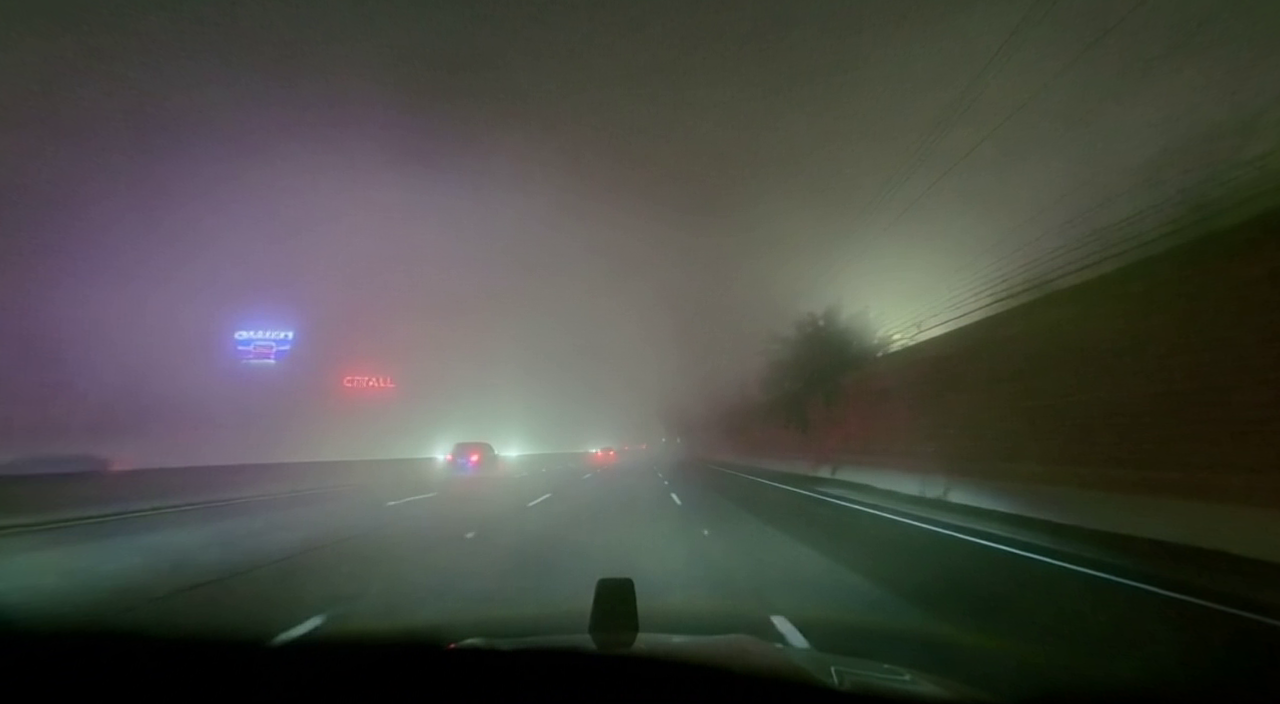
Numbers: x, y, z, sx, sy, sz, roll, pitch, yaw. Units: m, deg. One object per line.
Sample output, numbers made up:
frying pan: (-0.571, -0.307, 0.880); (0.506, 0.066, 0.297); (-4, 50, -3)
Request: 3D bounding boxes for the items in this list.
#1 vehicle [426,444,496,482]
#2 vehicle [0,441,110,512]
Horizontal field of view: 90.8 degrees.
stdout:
vehicle: (-8.026, 5.000, 28.703); (2.013, 1.574, 3.923); (0, -9, 0)
vehicle: (-14.907, 2.801, 14.333); (1.935, 1.535, 4.391); (0, -9, 0)
